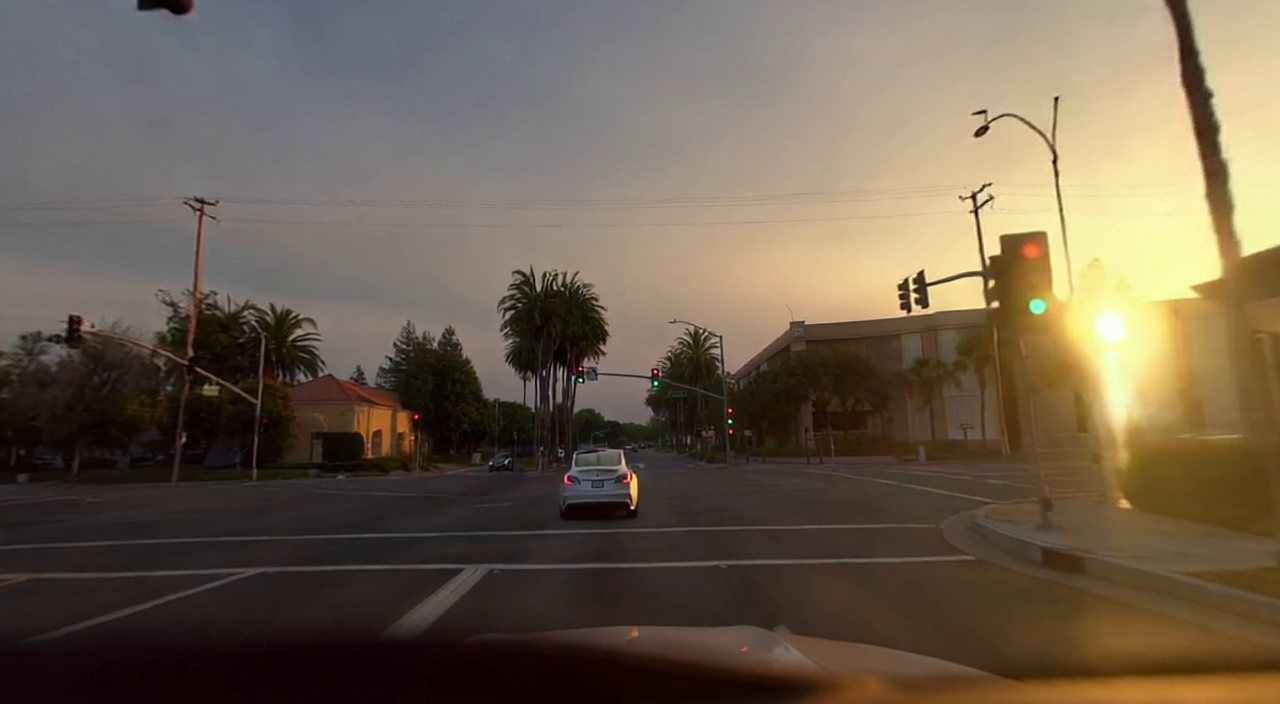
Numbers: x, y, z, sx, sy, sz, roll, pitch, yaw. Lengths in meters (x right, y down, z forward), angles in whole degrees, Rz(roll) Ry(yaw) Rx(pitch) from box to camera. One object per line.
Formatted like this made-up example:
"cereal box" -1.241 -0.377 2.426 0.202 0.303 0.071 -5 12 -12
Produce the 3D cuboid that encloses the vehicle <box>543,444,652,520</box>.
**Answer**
"vehicle" -0.887 2.917 14.724 2.152 1.478 4.229 0 -9 -1
